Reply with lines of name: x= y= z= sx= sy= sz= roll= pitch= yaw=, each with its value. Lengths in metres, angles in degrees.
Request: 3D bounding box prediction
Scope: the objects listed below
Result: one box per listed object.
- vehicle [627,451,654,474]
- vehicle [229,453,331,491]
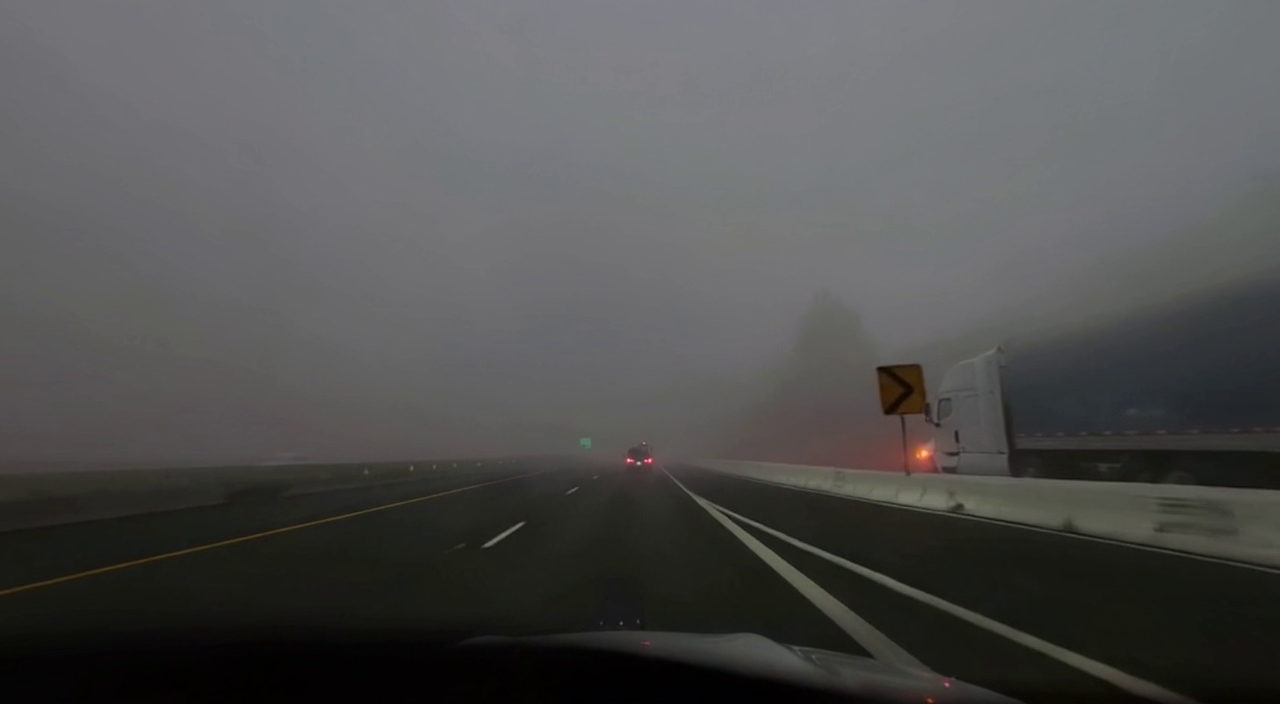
vehicle: x=0.066 y=7.184 z=41.208 sx=1.695 sy=1.437 sz=3.506 roll=0 pitch=-9 yaw=1
vehicle: x=-15.721 y=5.232 z=27.875 sx=1.913 sy=1.507 sz=4.426 roll=0 pitch=-9 yaw=0
